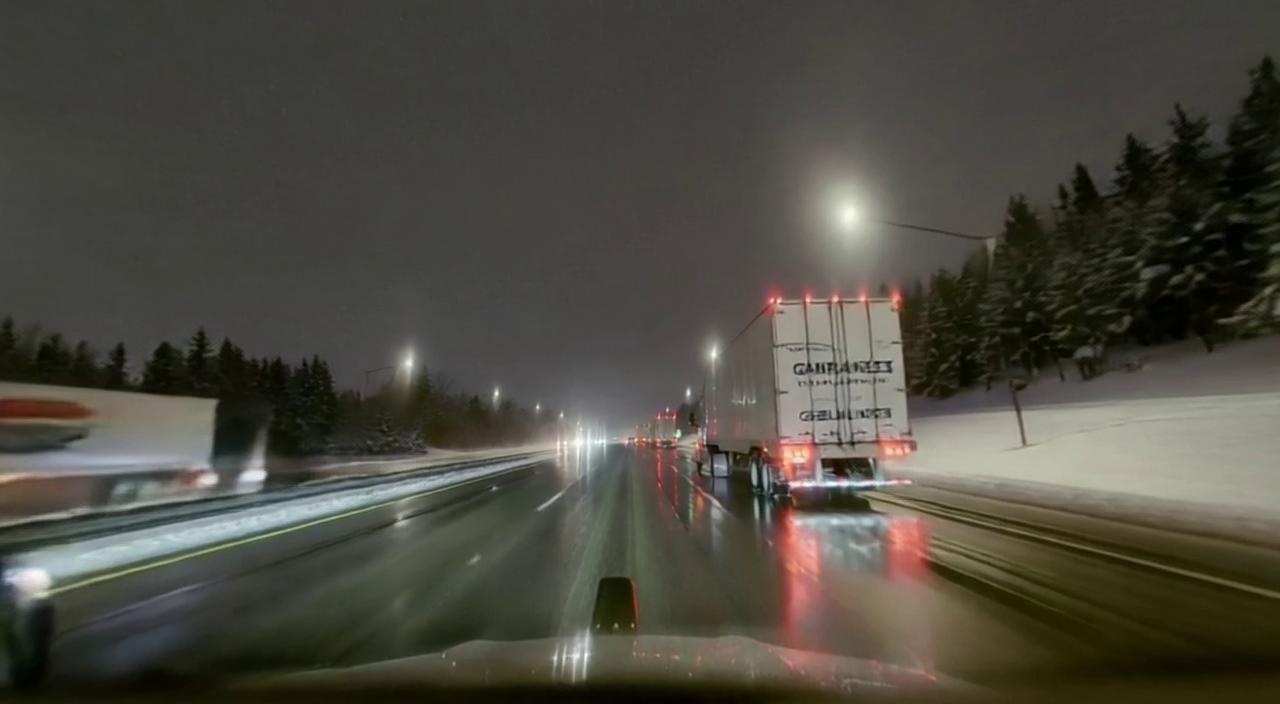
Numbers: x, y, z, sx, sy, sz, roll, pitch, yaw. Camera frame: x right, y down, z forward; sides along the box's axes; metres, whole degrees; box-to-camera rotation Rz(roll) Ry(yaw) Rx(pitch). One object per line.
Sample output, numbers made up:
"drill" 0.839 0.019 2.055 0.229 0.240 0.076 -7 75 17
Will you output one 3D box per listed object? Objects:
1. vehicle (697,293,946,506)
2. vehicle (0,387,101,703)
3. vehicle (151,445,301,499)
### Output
"vehicle" 4.087 1.878 19.289 2.976 4.064 14.619 0 -8 -1
"vehicle" -3.555 0.679 0.864 1.990 1.520 4.100 0 -8 0
"vehicle" -12.851 3.700 19.934 1.811 1.446 4.376 0 -8 -1
